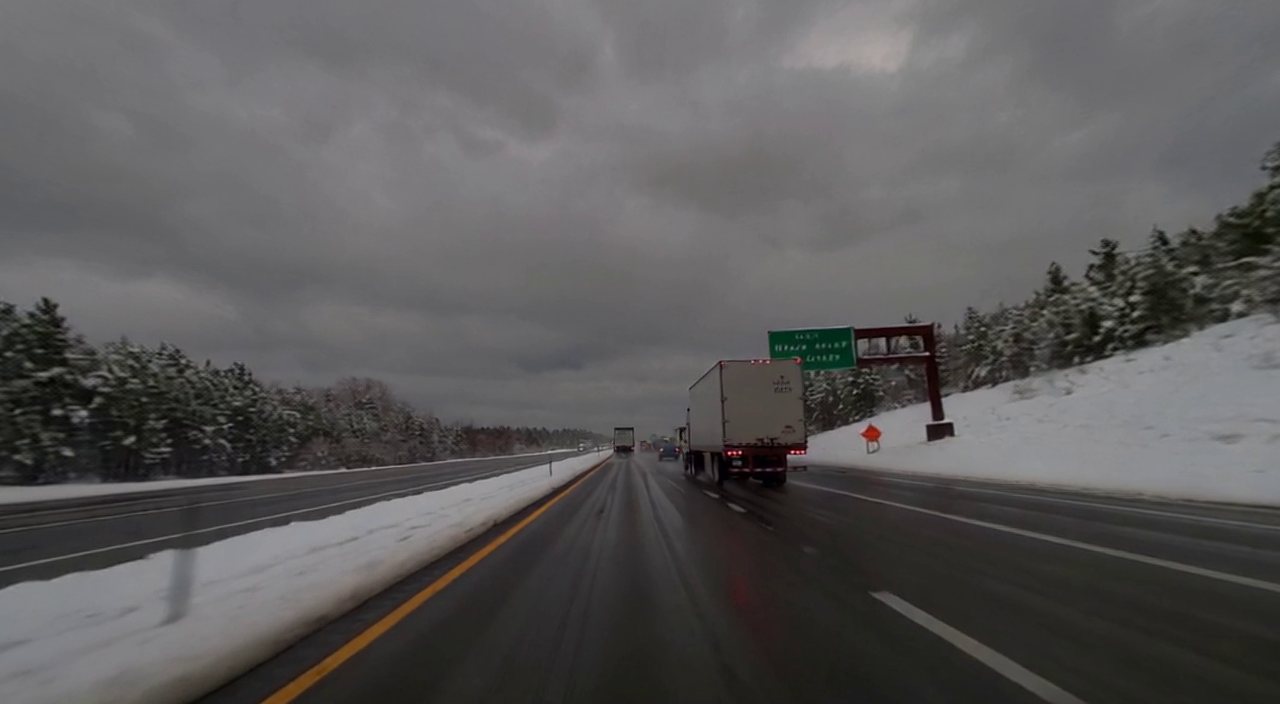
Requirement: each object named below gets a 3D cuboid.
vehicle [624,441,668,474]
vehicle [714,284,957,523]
[{"bbox_3d":[0.370,5.573,33.214,2.127,1.642,3.899,-1,-9,3],"label":"vehicle"},{"bbox_3d":[3.800,1.466,14.928,2.816,4.086,8.486,0,-9,-1],"label":"vehicle"}]
